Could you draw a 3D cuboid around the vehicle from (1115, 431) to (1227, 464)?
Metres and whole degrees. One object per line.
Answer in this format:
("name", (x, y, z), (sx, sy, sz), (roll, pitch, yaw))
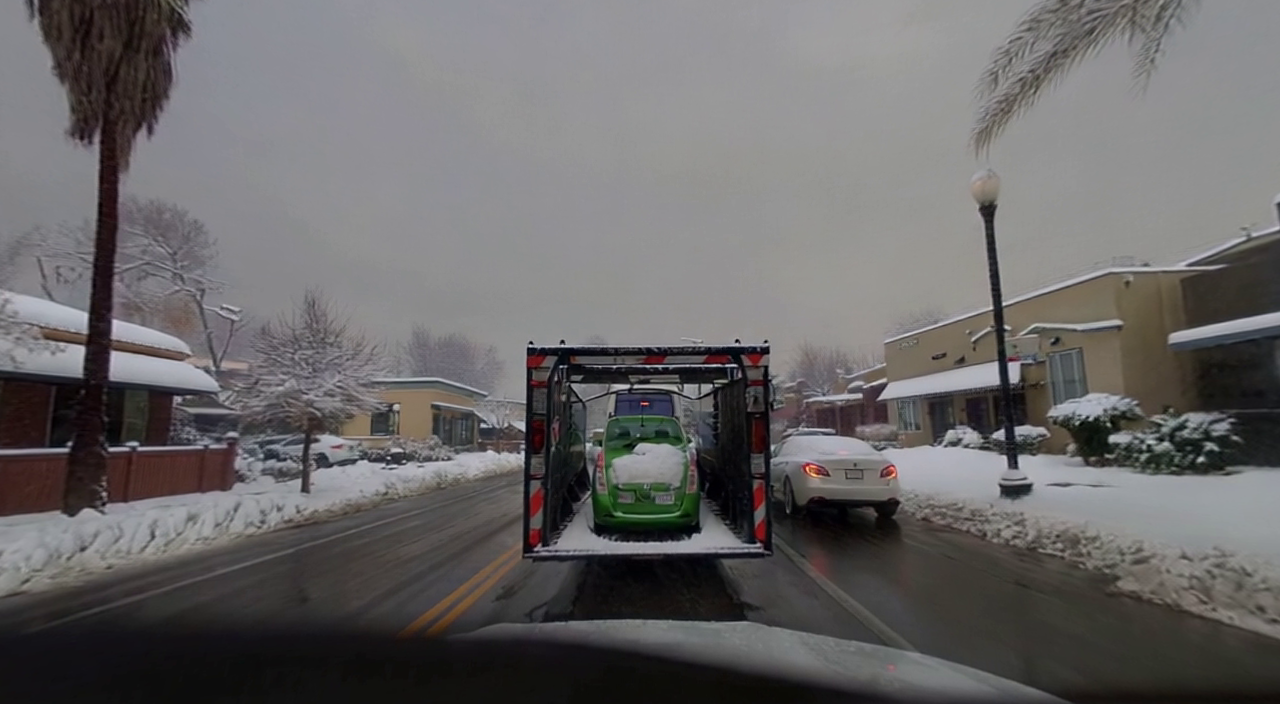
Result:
("vehicle", (28.555, 5.163, 33.942), (4.193, 1.633, 1.928), (-4, -9, 26))

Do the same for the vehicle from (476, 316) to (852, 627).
("vehicle", (0.148, 1.331, 7.945), (2.728, 2.305, 6.506), (0, -8, 0))
